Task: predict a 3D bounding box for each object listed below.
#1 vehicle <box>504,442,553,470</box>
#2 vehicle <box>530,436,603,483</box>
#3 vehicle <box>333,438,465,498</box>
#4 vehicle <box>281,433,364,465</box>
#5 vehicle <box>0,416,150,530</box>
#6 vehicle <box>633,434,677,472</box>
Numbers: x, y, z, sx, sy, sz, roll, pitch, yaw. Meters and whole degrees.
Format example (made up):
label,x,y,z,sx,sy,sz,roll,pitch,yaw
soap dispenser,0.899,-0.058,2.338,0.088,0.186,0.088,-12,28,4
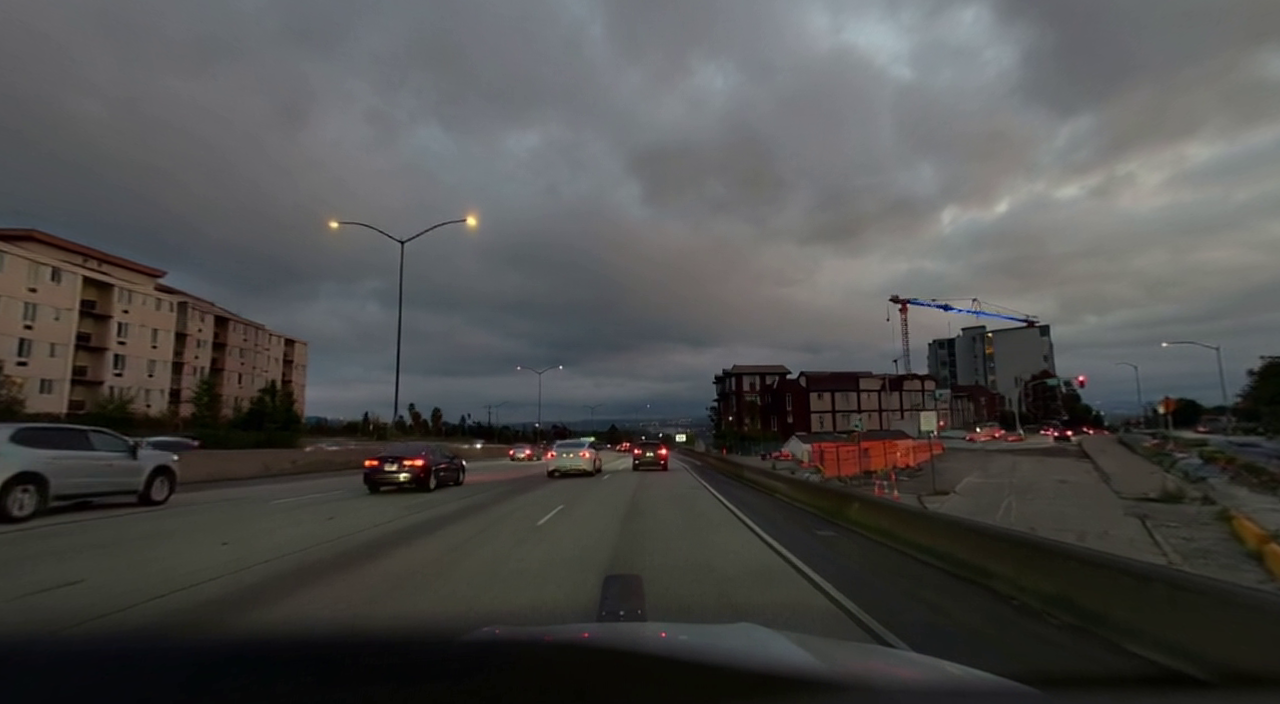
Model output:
label,x,y,z,sx,sy,sz,roll,pitch,yaw
vehicle,-6.371,5.978,36.404,1.931,1.505,4.386,0,-8,1
vehicle,-2.754,4.154,24.644,2.109,1.657,4.554,0,-8,3
vehicle,-6.821,3.314,18.428,1.959,1.486,4.460,0,-8,2
vehicle,-18.727,5.759,37.492,1.983,1.701,5.236,0,-8,3
vehicle,-10.310,1.832,9.715,1.934,1.649,4.338,0,-8,0
vehicle,0.756,5.171,32.393,2.116,1.763,4.352,0,-8,1
